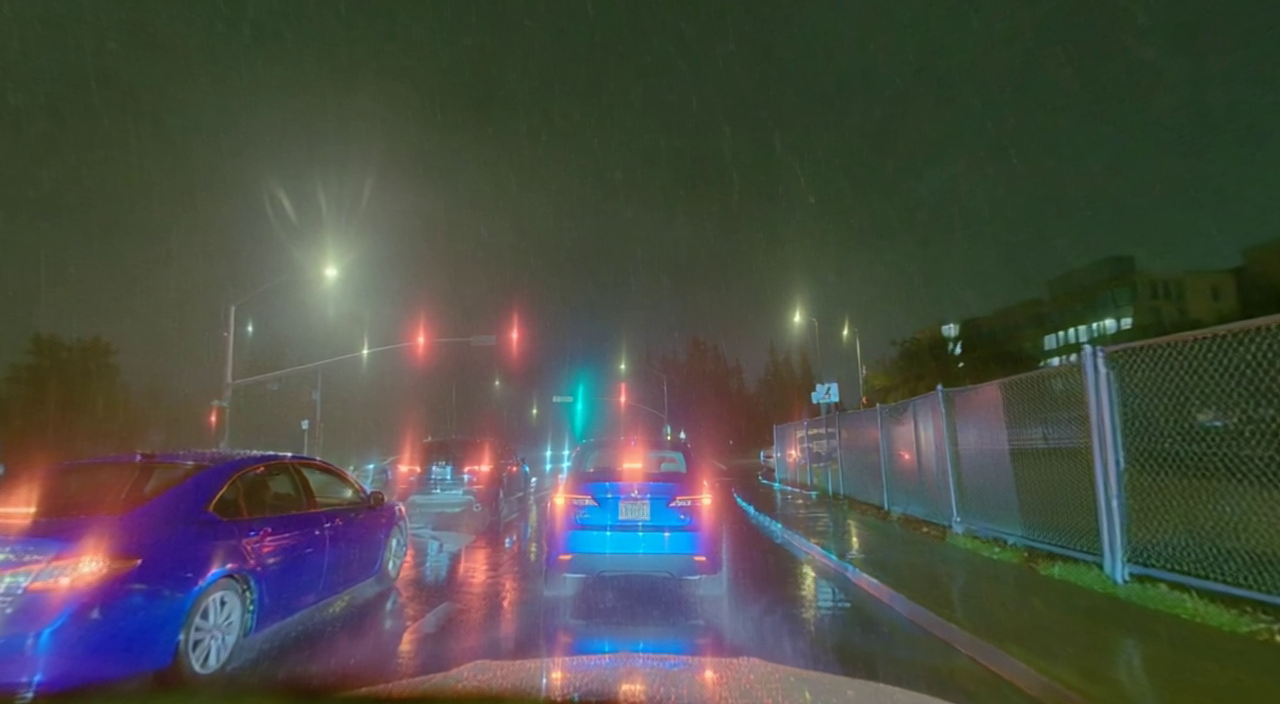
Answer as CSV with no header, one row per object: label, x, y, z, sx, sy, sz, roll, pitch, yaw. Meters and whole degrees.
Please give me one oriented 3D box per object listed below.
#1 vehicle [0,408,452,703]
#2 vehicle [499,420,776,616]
vehicle,-3.206,1.320,4.868,1.971,1.488,4.581,0,-9,1
vehicle,-0.014,1.602,6.984,2.144,1.514,4.063,0,-9,0
